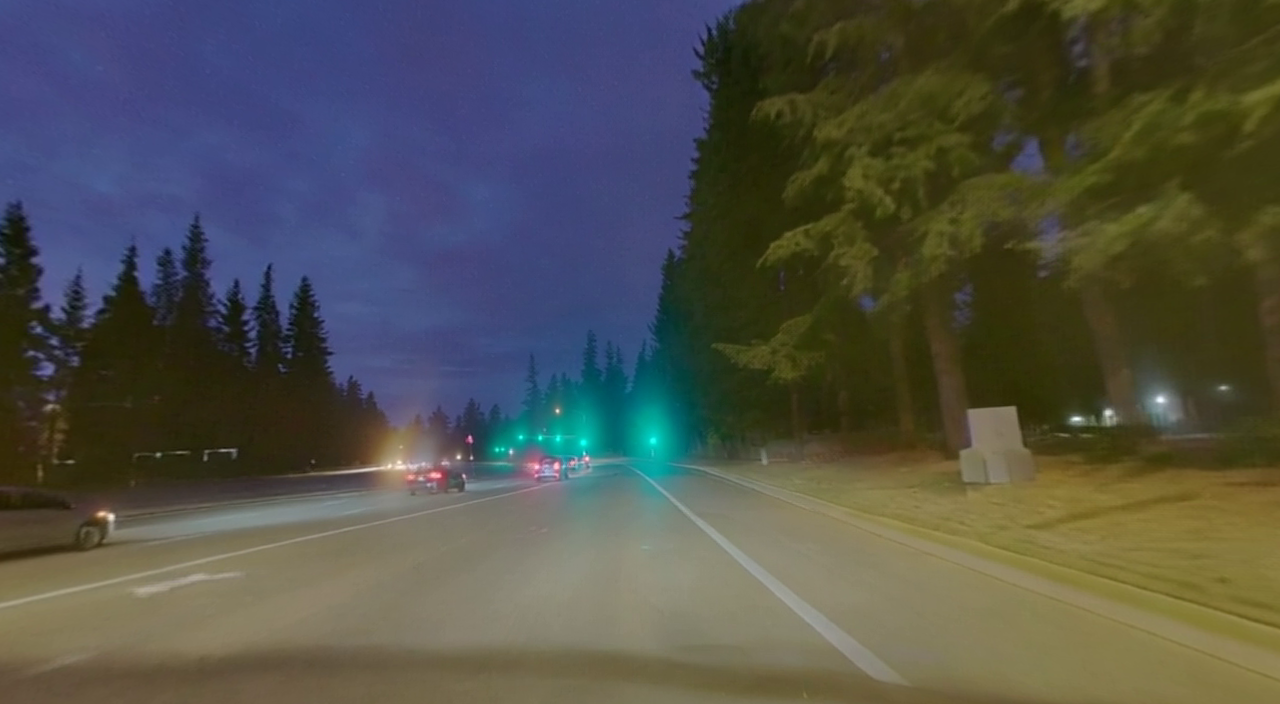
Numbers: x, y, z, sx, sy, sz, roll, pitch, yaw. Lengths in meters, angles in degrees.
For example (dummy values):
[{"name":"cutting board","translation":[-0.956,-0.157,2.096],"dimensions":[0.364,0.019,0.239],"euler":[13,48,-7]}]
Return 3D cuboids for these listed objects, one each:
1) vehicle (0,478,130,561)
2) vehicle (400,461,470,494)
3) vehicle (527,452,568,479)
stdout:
[{"name":"vehicle","translation":[-13.348,3.422,12.878],"dimensions":[1.781,1.476,4.513],"euler":[-1,-9,7]},{"name":"vehicle","translation":[-10.886,6.686,33.912],"dimensions":[1.886,1.535,4.742],"euler":[-1,-9,4]},{"name":"vehicle","translation":[-6.494,8.019,44.910],"dimensions":[2.049,1.699,4.860],"euler":[-1,-9,2]}]
